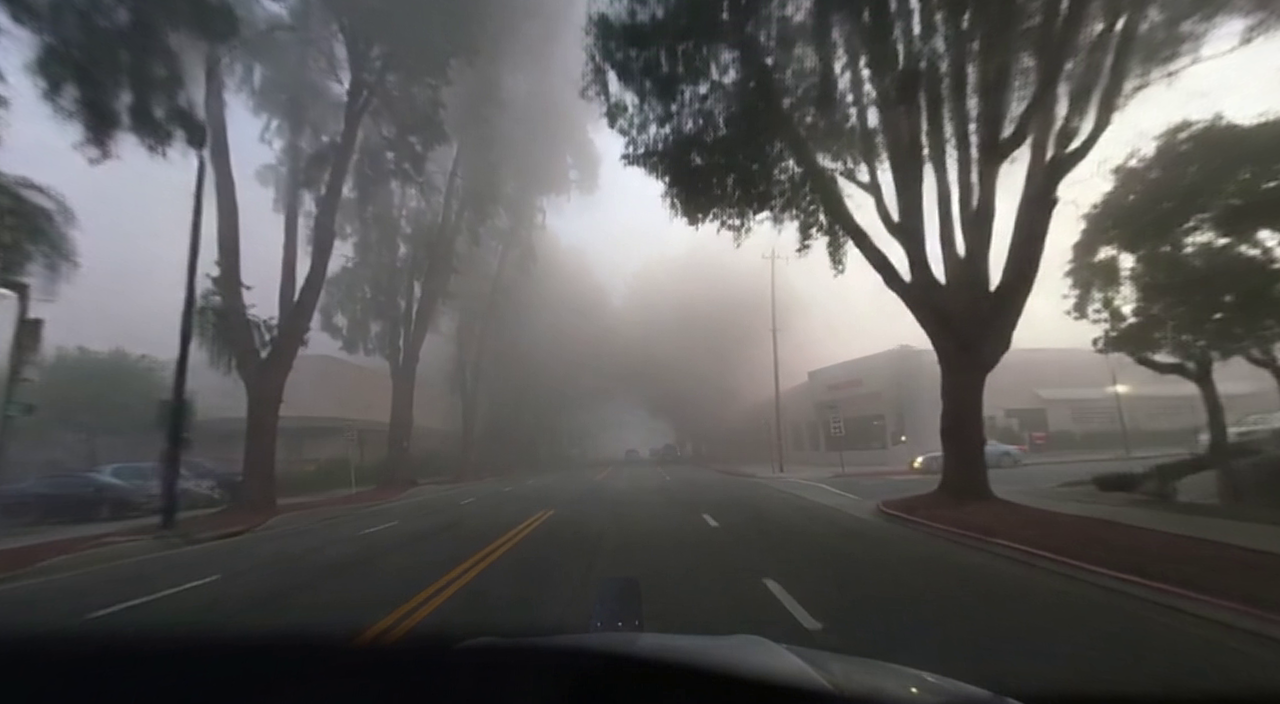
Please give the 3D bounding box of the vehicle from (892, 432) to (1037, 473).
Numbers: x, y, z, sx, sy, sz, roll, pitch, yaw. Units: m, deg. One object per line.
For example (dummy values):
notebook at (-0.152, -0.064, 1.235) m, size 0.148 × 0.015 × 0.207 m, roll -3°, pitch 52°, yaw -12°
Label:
vehicle at (12.116, 3.790, 23.871) m, size 4.404 × 1.445 × 1.844 m, roll -1°, pitch -9°, yaw 7°

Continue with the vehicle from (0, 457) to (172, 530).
vehicle at (-15.309, 3.628, 16.445) m, size 4.579 × 1.701 × 2.033 m, roll 0°, pitch -9°, yaw 1°

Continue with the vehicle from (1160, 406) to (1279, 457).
vehicle at (25.110, 3.245, 25.947) m, size 5.444 × 1.901 × 2.250 m, roll -2°, pitch -9°, yaw -2°

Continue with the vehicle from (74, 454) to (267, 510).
vehicle at (-15.952, 4.413, 21.708) m, size 4.870 × 1.762 × 2.152 m, roll 0°, pitch -9°, yaw 0°
